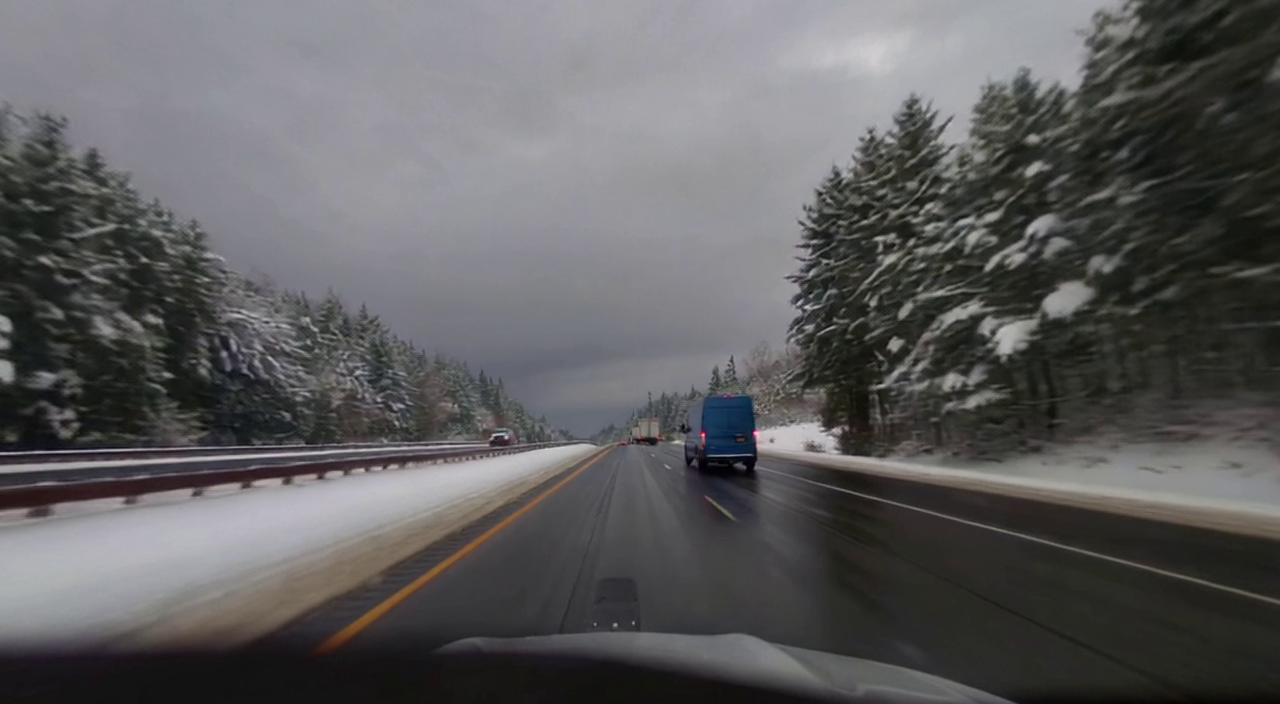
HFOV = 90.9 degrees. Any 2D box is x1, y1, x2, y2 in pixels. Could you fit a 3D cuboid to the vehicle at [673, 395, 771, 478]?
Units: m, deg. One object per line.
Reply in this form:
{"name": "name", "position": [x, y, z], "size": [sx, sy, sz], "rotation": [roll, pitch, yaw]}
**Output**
{"name": "vehicle", "position": [2.723, 3.072, 22.927], "size": [2.570, 2.596, 6.082], "rotation": [0, -8, -2]}
